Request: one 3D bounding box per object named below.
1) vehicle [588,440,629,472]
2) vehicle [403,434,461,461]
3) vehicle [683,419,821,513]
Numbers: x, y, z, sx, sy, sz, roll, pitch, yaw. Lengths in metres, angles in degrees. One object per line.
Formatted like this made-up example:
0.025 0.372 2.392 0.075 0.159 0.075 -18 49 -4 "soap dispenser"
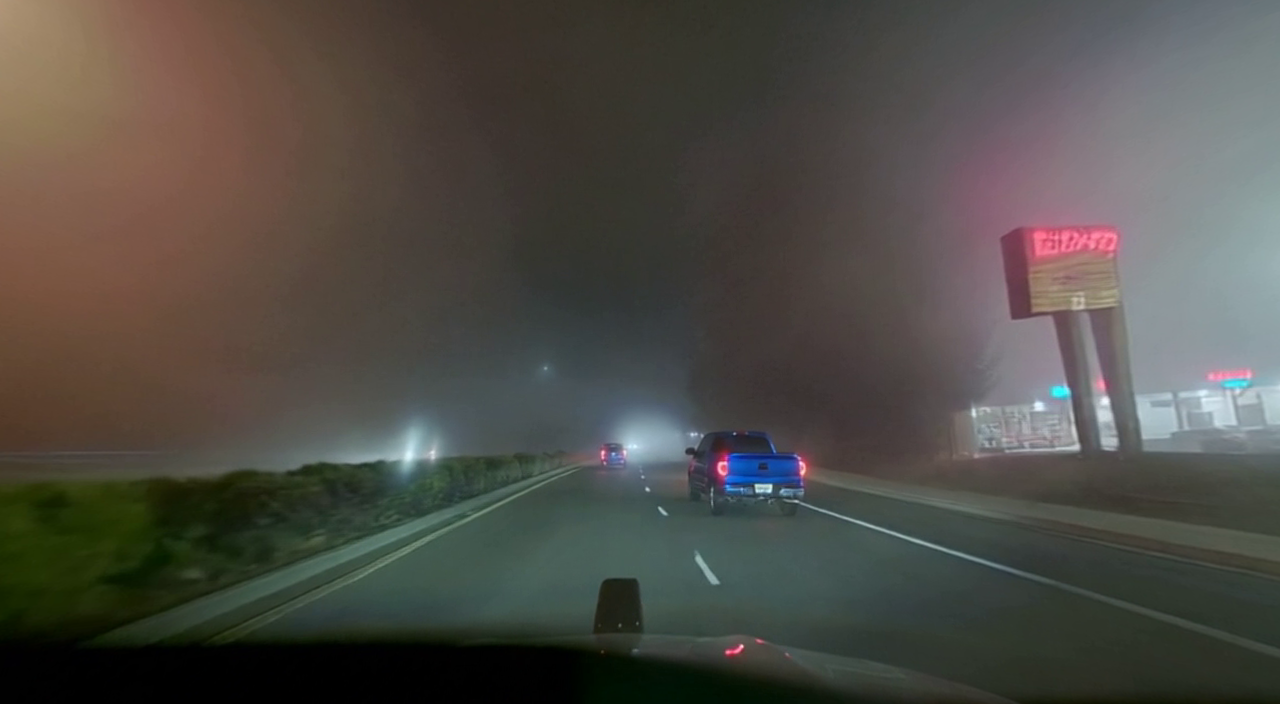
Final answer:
-1.604 5.419 33.054 1.968 1.521 4.262 1 -9 -1 "vehicle"
-14.224 6.584 43.311 2.088 1.718 4.798 0 -9 4 "vehicle"
2.524 2.805 15.999 2.367 1.919 5.651 1 -9 -1 "vehicle"
